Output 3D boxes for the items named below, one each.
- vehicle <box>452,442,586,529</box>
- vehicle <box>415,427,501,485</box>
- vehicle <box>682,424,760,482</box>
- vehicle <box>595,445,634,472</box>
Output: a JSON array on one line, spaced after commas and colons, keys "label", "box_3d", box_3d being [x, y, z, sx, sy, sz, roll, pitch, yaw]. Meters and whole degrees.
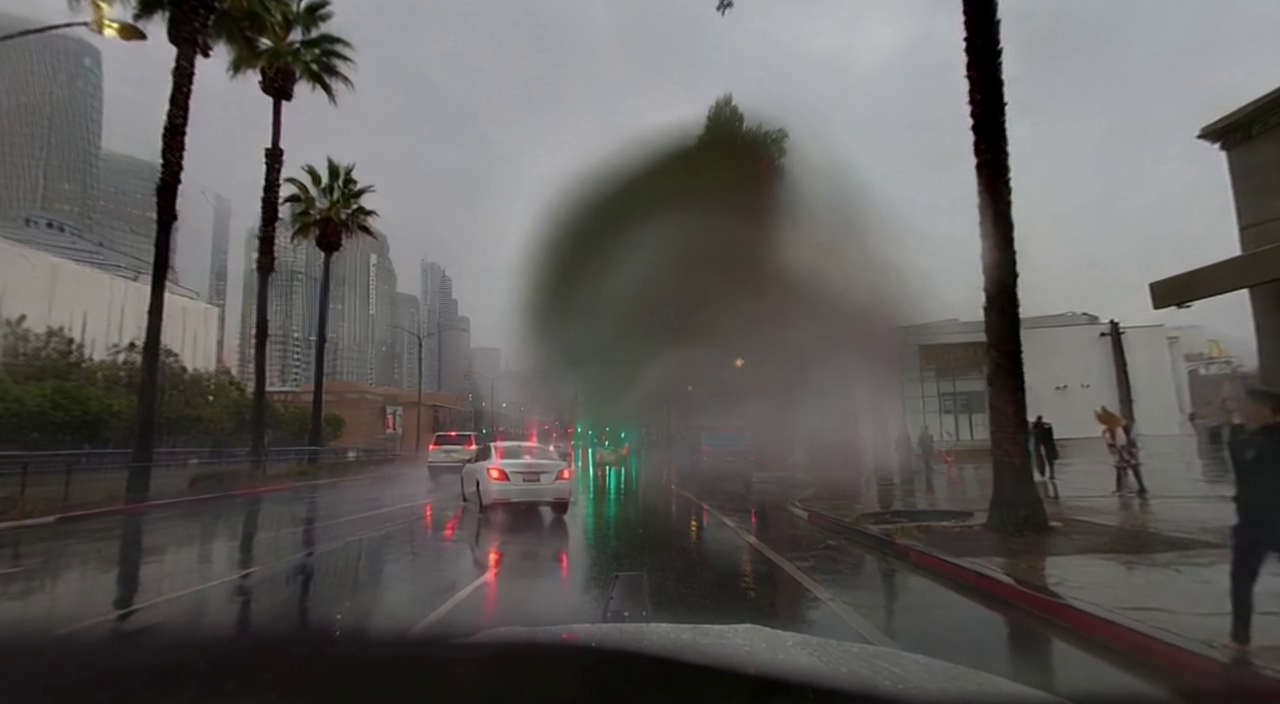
[{"label": "vehicle", "box_3d": [-2.755, 2.686, 13.430, 1.930, 1.477, 4.657, 3, -9, -22]}, {"label": "vehicle", "box_3d": [-7.085, 4.121, 25.218, 2.164, 2.047, 5.455, 0, -9, -4]}, {"label": "vehicle", "box_3d": [3.259, 4.240, 26.621, 2.126, 2.167, 5.098, 0, -9, -5]}, {"label": "vehicle", "box_3d": [-1.533, 6.109, 36.423, 1.972, 1.473, 4.000, 1, -9, -6]}]
